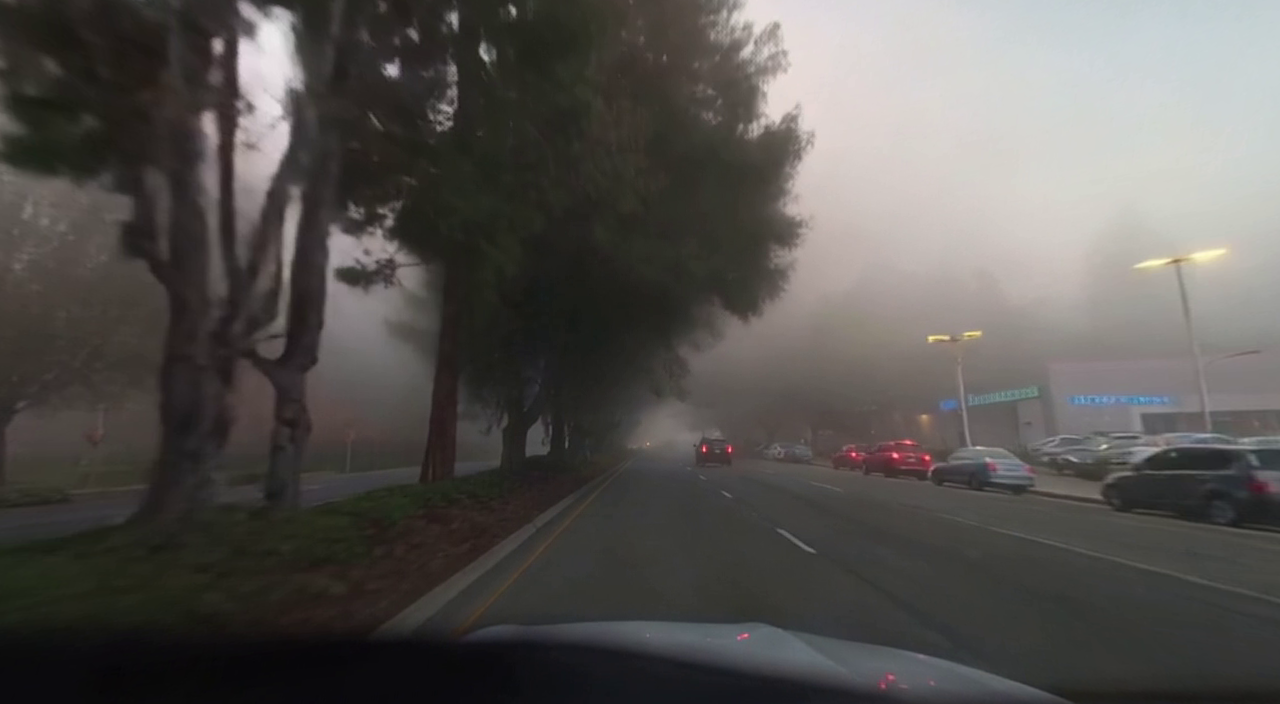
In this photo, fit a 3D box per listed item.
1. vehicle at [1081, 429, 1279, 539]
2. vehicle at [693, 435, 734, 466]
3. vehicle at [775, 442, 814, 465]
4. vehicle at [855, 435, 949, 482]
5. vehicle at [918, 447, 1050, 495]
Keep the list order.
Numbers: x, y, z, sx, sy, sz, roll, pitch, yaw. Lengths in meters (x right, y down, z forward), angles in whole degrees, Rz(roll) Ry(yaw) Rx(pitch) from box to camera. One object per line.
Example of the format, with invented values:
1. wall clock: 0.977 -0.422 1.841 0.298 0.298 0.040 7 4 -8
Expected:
1. vehicle: 10.665 2.327 11.727 1.958 1.654 4.258 0 -9 3
2. vehicle: 4.736 6.427 41.234 2.183 1.845 4.482 0 -9 0
3. vehicle: 11.465 7.546 47.067 1.919 1.645 4.254 0 -9 1
4. vehicle: 10.915 4.467 26.699 1.959 1.751 4.961 0 -9 2
5. vehicle: 10.809 3.747 20.228 1.824 1.364 4.238 0 -9 0
